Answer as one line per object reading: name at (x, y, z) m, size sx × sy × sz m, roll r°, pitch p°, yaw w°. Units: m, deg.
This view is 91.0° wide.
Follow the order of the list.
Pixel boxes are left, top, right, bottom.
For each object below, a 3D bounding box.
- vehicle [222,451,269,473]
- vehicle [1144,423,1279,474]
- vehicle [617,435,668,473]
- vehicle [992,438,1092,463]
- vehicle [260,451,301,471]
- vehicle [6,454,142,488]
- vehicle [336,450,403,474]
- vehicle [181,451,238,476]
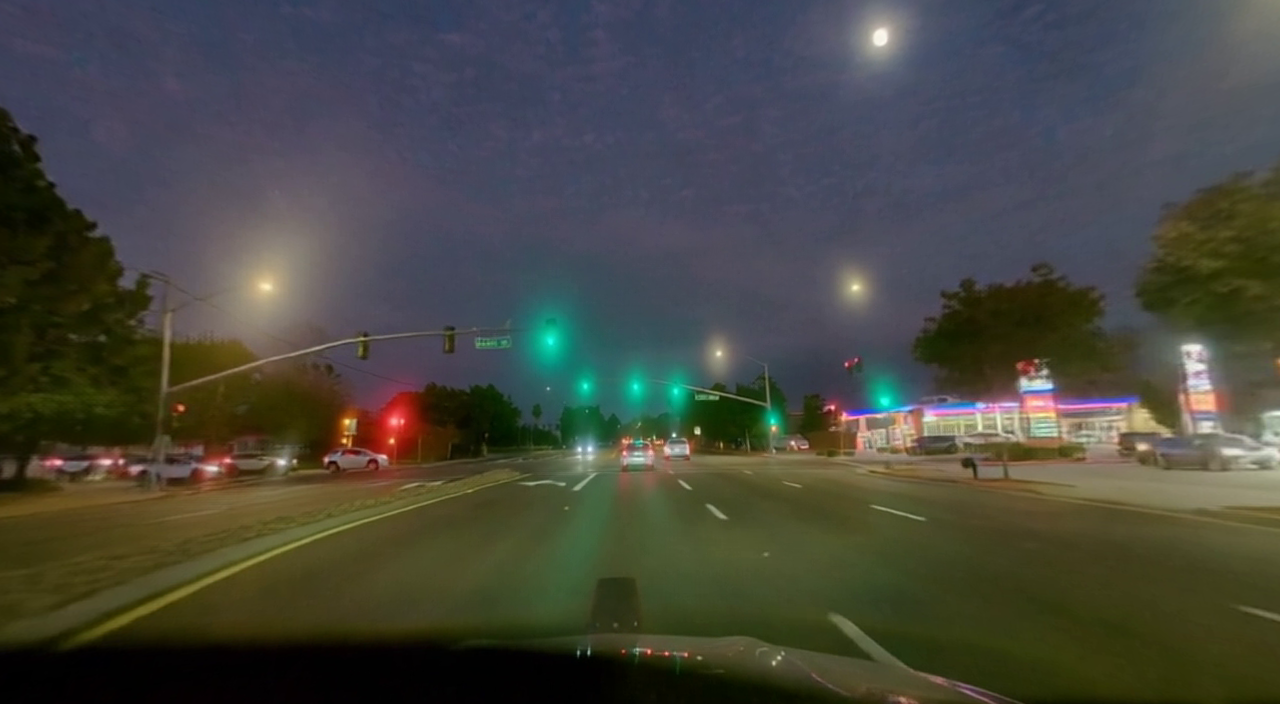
vehicle at (-28.474, 7.894, 45.344) m, size 2.022 × 1.455 × 4.478 m, roll 7°, pitch -11°, yaw -41°
vehicle at (20.458, 3.332, 22.006) m, size 1.950 × 1.519 × 4.860 m, roll -4°, pitch -9°, yaw 5°
vehicle at (0.101, 4.562, 28.464) m, size 2.145 × 1.572 × 4.021 m, roll 0°, pitch -8°, yaw 0°
vehicle at (24.821, 6.080, 39.006) m, size 4.788 × 1.481 × 1.959 m, roll 0°, pitch -8°, yaw 2°
vehicle at (-28.200, 8.494, 49.285) m, size 1.953 × 1.415 × 4.553 m, roll 7°, pitch -10°, yaw -39°
vehicle at (-27.925, 5.833, 31.232) m, size 1.938 × 1.462 × 4.510 m, roll -4°, pitch -9°, yaw 28°
vehicle at (-18.898, 7.672, 44.279) m, size 2.311 × 1.485 × 5.817 m, roll 0°, pitch -8°, yaw -2°
vehicle at (-28.694, 7.384, 41.902) m, size 4.436 × 1.464 × 1.999 m, roll -7°, pitch -11°, yaw 41°
